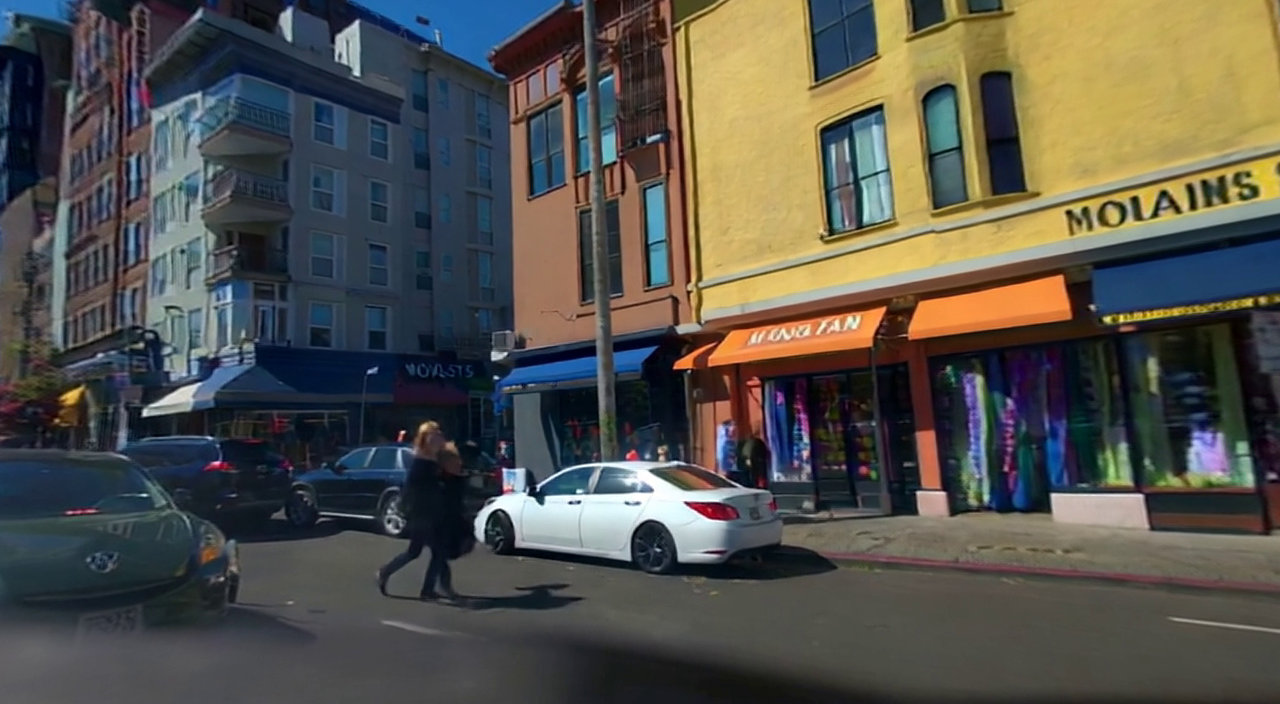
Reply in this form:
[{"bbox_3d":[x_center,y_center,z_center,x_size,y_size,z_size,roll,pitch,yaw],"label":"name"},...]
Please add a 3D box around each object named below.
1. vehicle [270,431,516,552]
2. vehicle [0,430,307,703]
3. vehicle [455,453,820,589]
[{"bbox_3d":[-4.703,2.465,11.870,4.580,1.853,1.862,-6,-10,32],"label":"vehicle"},{"bbox_3d":[-4.535,1.347,4.587,4.330,1.458,1.932,-6,-10,36],"label":"vehicle"},{"bbox_3d":[-0.172,2.153,8.895,4.830,1.421,1.826,-5,-10,30],"label":"vehicle"}]
